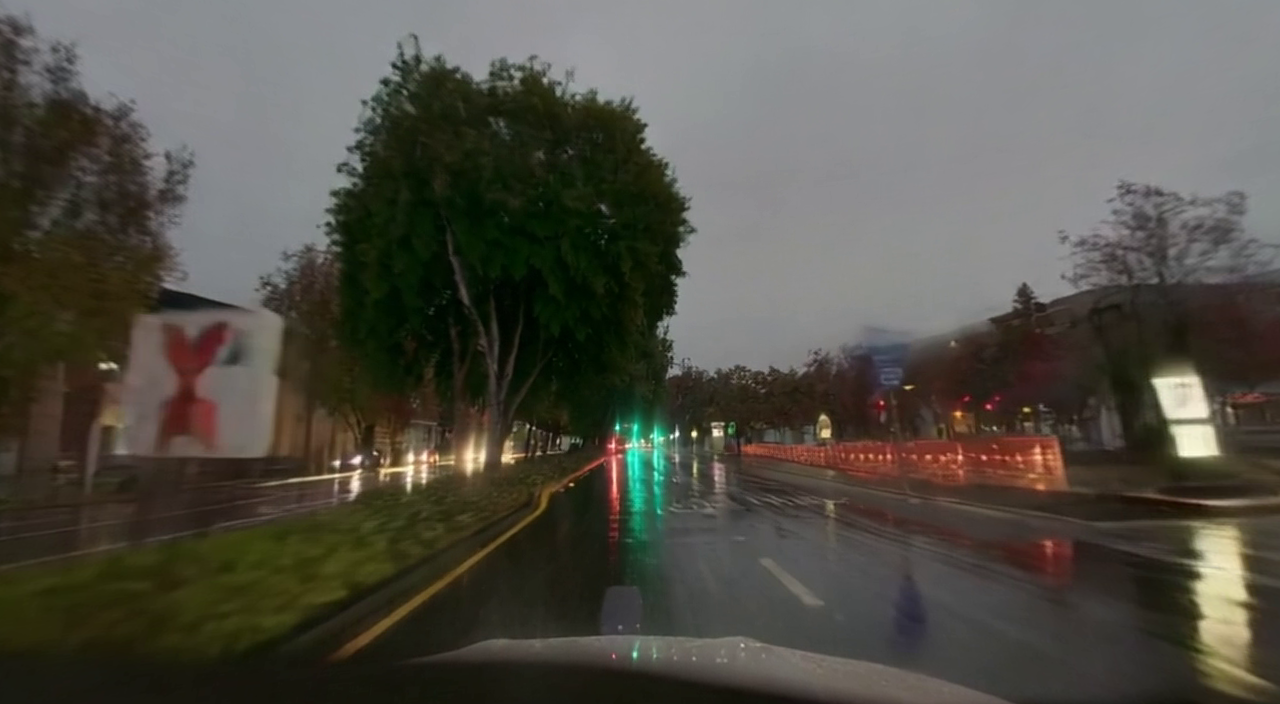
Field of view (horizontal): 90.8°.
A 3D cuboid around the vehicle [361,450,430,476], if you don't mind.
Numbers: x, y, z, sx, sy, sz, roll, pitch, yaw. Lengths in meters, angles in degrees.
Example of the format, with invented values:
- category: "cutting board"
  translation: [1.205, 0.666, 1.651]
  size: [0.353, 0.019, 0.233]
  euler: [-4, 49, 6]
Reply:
- category: "vehicle"
  translation: [-15.921, 7.264, 41.514]
  size: [2.098, 1.524, 5.102]
  euler: [-1, -9, 6]

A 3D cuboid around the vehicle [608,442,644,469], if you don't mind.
- category: "vehicle"
  translation: [-0.875, 6.201, 37.914]
  size: [2.045, 1.510, 3.690]
  euler: [0, -9, -2]

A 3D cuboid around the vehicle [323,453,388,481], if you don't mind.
- category: "vehicle"
  translation: [-16.135, 6.528, 36.081]
  size: [1.792, 1.413, 4.452]
  euler: [0, -9, -2]
